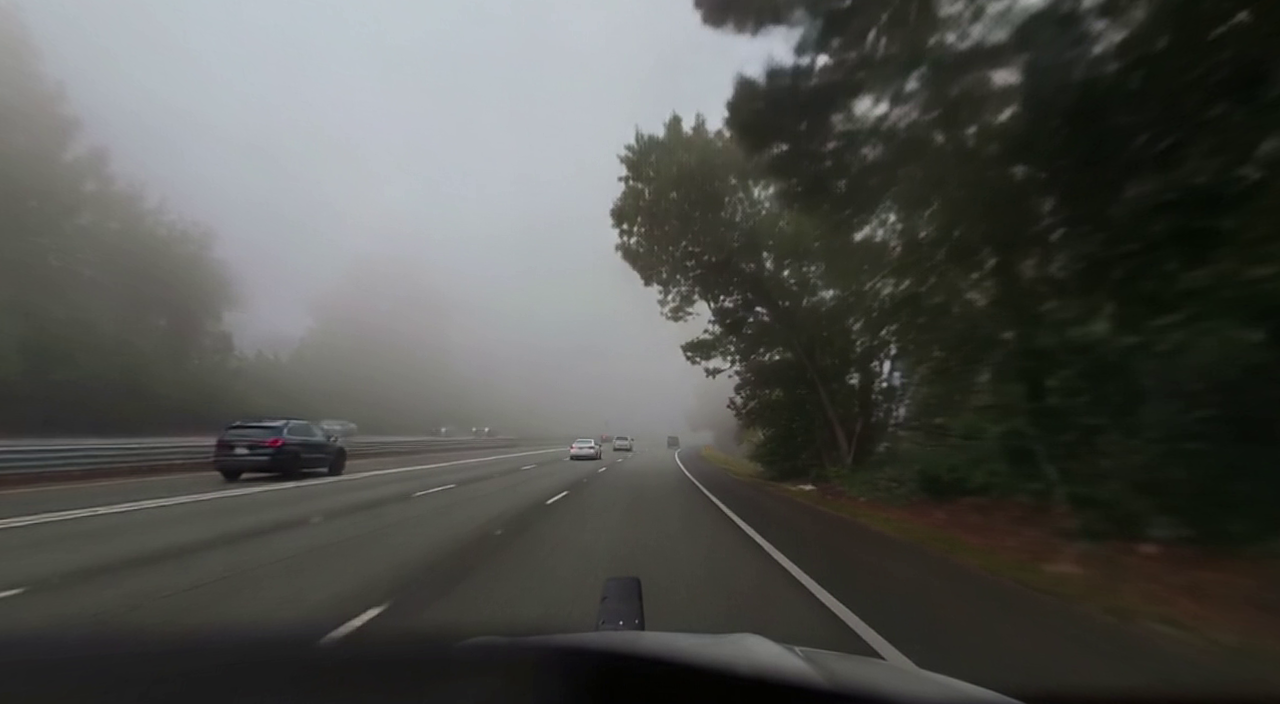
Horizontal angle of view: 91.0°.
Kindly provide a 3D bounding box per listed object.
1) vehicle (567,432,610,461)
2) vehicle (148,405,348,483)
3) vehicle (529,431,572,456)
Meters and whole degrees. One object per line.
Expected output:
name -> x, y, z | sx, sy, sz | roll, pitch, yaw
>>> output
vehicle -> -3.098, 5.781, 38.691 | 2.035, 1.673, 4.469 | 0, -8, 3
vehicle -> -11.338, 2.756, 18.927 | 2.264, 1.980, 5.574 | 0, -8, 2
vehicle -> -6.287, 6.509, 44.629 | 2.108, 1.686, 4.556 | 0, -8, 4
